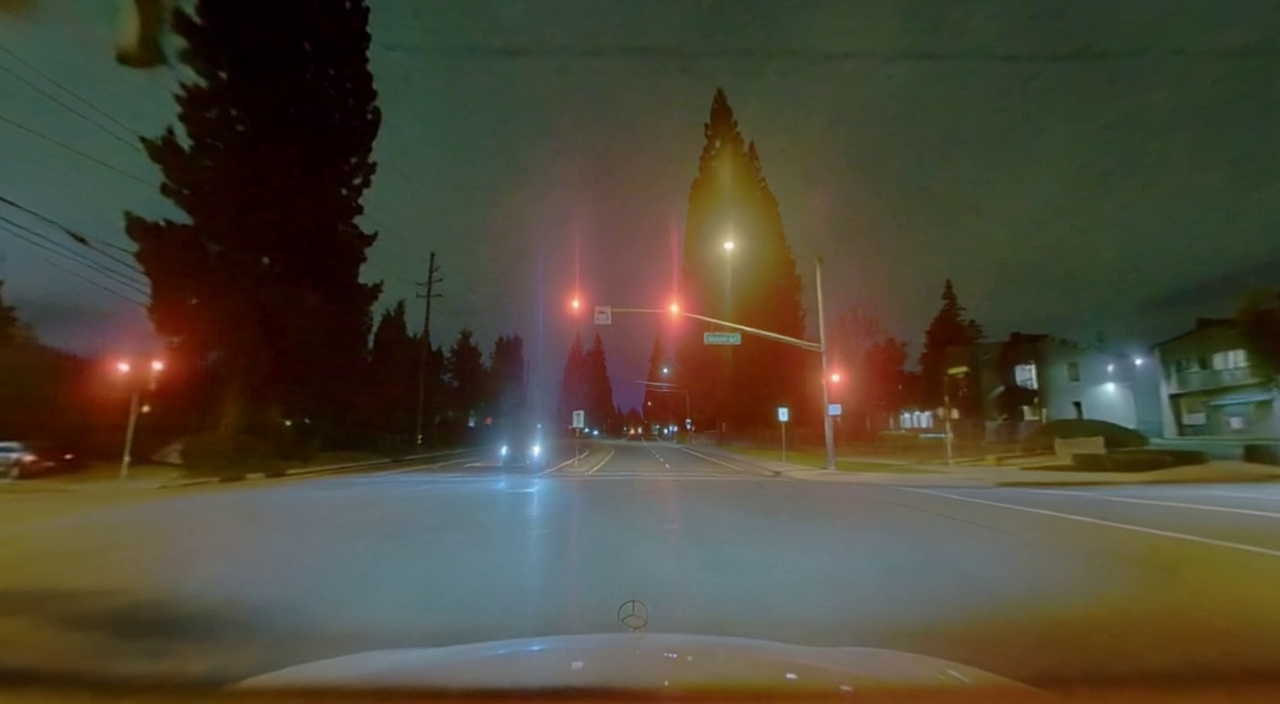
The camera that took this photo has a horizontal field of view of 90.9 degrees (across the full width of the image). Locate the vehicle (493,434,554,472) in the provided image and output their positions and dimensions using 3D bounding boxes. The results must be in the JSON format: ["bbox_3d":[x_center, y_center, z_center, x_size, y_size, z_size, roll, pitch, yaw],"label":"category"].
[{"bbox_3d":[-5.170,4.505,28.696,1.948,1.471,5.408,2,-7,-2],"label":"vehicle"}]

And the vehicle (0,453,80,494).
[{"bbox_3d":[-24.705,4.670,24.376,4.195,1.493,1.890,0,-9,-2],"label":"vehicle"}]
